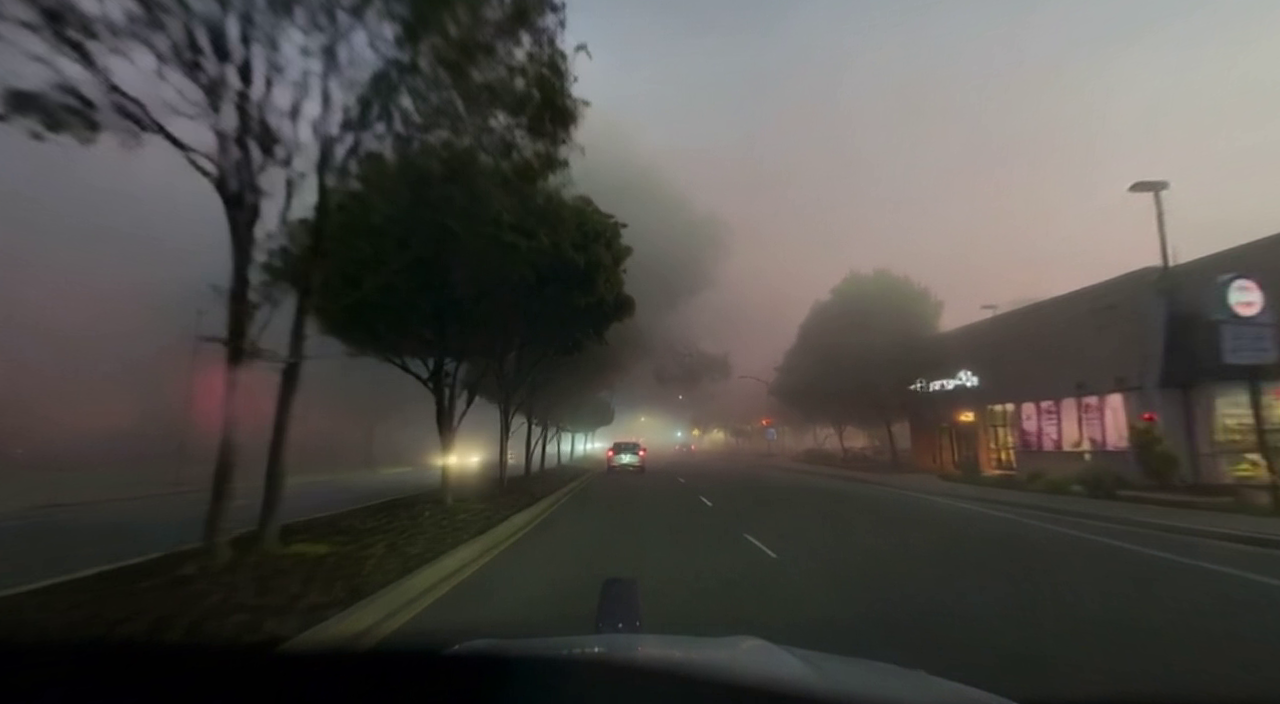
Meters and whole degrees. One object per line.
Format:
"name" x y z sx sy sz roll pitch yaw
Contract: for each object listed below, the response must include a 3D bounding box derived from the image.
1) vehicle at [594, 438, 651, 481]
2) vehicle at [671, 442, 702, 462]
"vehicle" -0.643 4.094 24.316 2.006 1.487 3.535 0 -9 0
"vehicle" 3.519 7.678 48.482 1.910 1.474 4.003 0 -9 -2
